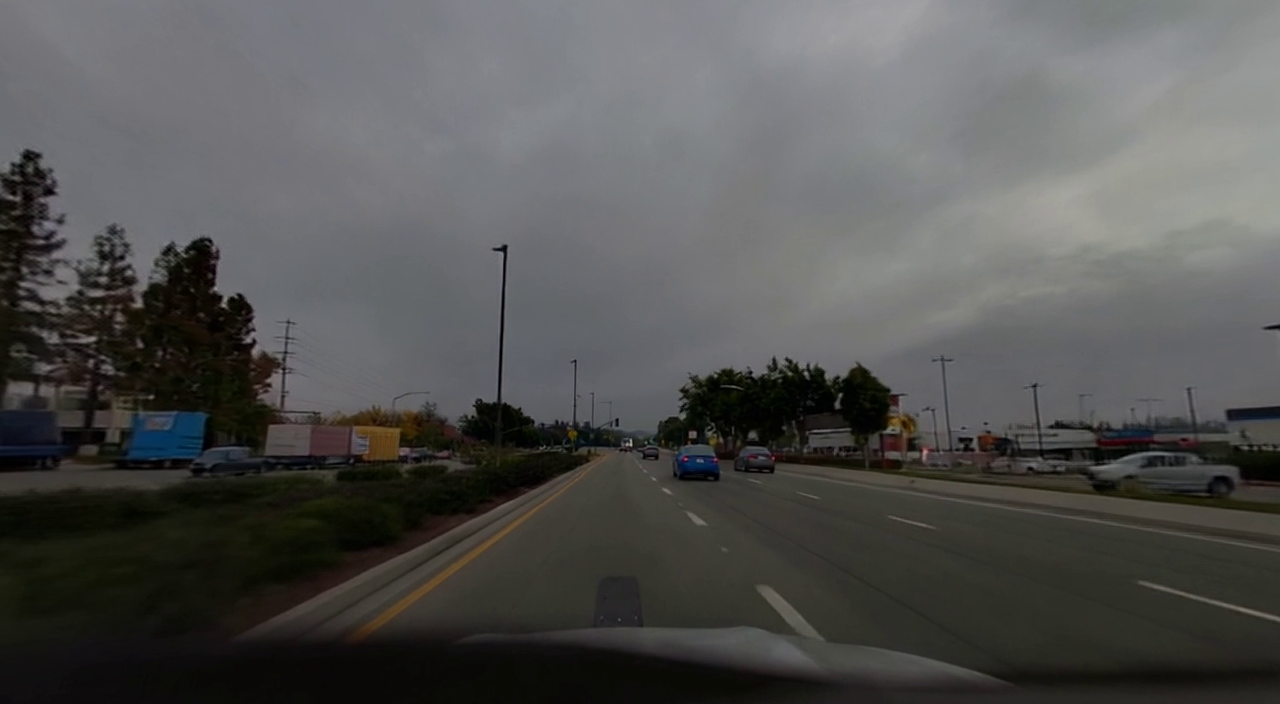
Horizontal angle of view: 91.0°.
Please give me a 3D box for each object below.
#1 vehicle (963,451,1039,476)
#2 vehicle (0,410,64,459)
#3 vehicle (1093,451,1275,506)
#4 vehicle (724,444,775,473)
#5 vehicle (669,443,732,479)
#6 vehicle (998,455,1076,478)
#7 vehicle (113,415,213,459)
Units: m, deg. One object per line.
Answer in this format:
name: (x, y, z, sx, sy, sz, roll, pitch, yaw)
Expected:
vehicle: (26.319, 8.122, 45.909, 4.586, 1.665, 1.968, 2, -9, -11)
vehicle: (-43.671, 5.652, 43.490, 2.718, 3.175, 6.649, 4, -9, -16)
vehicle: (16.822, 3.865, 19.537, 4.486, 1.532, 1.939, 3, -9, -14)
vehicle: (6.068, 5.914, 35.237, 1.886, 1.528, 4.169, 1, -8, -3)
vehicle: (2.631, 4.899, 28.580, 2.256, 1.451, 4.313, 1, -8, -3)
vehicle: (26.955, 7.752, 42.727, 4.390, 1.474, 1.851, 2, -9, -13)
vehicle: (-34.369, 6.238, 45.739, 2.858, 2.981, 6.850, 2, -9, -11)
